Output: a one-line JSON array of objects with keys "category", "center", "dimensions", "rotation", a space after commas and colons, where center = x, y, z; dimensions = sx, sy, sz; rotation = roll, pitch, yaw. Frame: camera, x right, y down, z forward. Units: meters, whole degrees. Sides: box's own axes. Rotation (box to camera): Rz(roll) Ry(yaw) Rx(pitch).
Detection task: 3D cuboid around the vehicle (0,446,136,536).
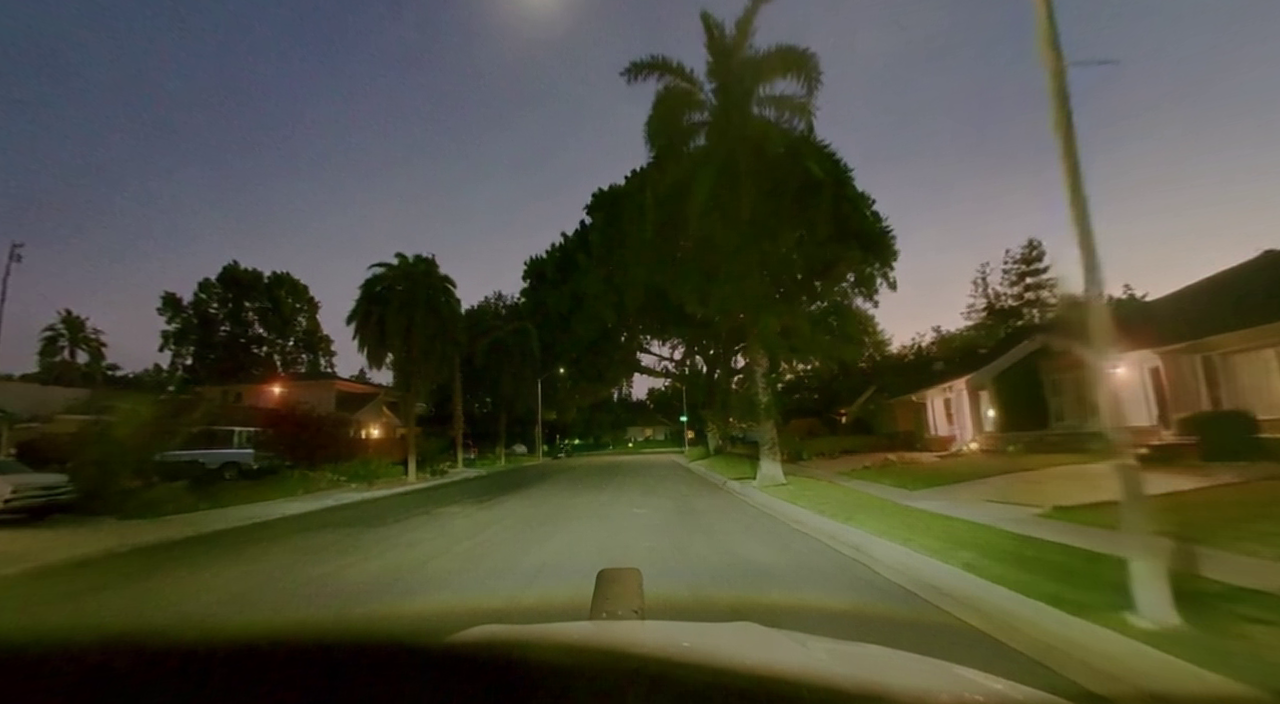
[{"category": "vehicle", "center": [-14.337, 2.927, 13.648], "dimensions": [5.050, 1.774, 2.031], "rotation": [0, -9, -1]}]
